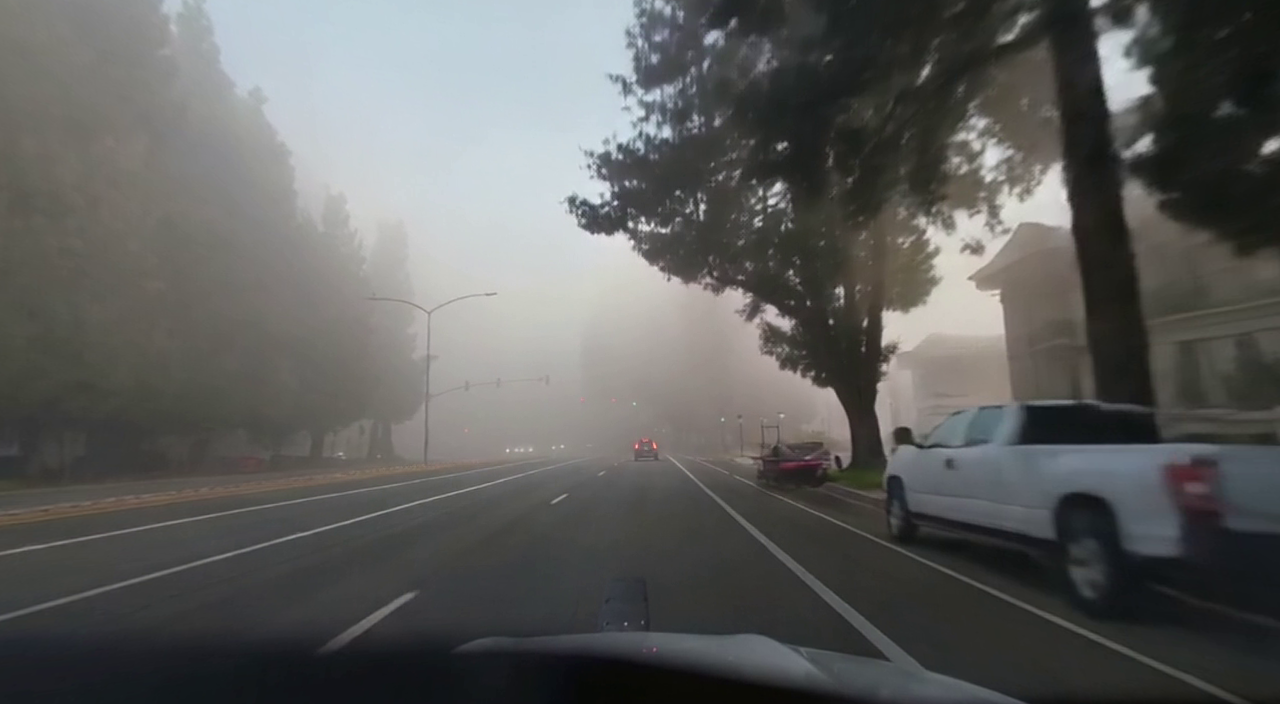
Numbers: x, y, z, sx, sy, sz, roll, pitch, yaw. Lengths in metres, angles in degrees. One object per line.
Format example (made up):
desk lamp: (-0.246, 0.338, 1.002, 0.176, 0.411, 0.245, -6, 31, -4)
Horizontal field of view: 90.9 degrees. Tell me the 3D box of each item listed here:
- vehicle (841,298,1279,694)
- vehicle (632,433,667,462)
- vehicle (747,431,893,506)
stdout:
vehicle: (4.223, 1.190, 6.600, 2.162, 2.080, 6.515, 0, -8, 1)
vehicle: (0.621, 6.255, 41.355, 2.169, 1.751, 4.276, 0, -8, 1)
vehicle: (4.112, 2.738, 15.332, 2.269, 1.520, 4.410, 0, -8, 0)
